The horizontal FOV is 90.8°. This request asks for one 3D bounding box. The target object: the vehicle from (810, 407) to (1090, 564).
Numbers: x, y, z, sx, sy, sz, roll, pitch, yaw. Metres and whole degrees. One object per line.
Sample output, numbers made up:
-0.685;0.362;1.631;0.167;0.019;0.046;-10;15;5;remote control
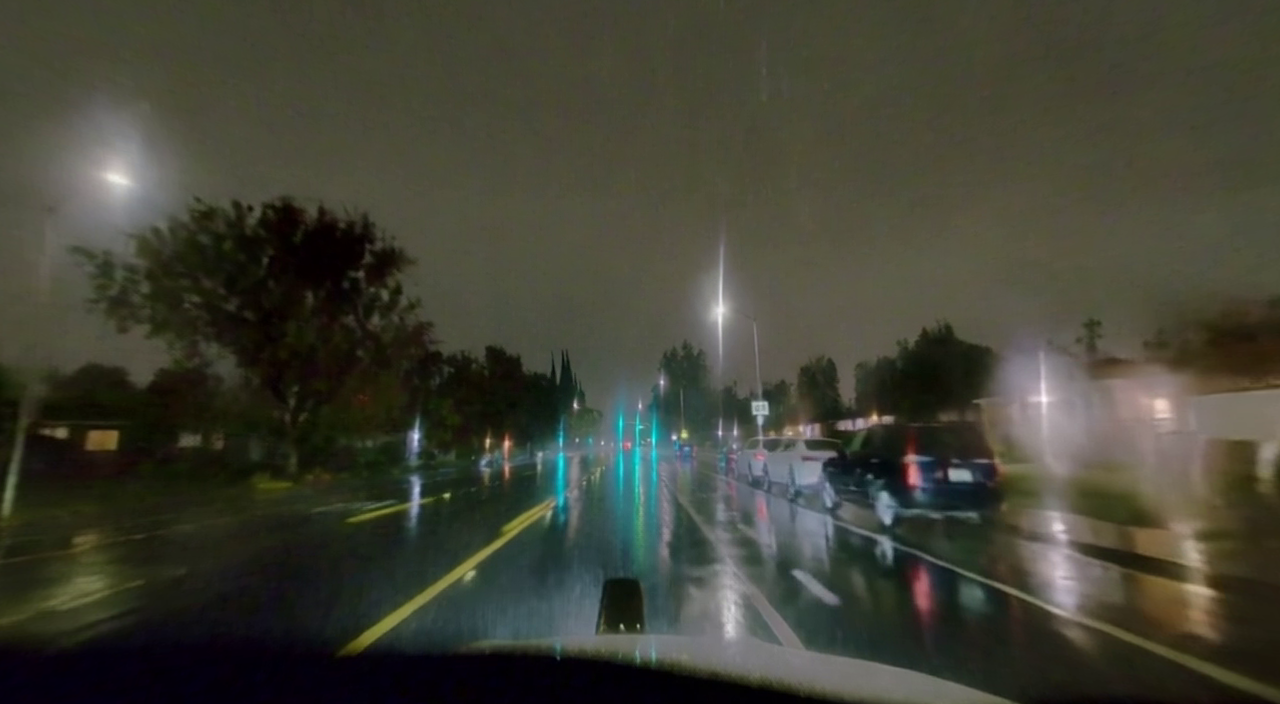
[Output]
4.470;1.991;10.381;2.074;1.838;5.402;1;-8;3;vehicle
